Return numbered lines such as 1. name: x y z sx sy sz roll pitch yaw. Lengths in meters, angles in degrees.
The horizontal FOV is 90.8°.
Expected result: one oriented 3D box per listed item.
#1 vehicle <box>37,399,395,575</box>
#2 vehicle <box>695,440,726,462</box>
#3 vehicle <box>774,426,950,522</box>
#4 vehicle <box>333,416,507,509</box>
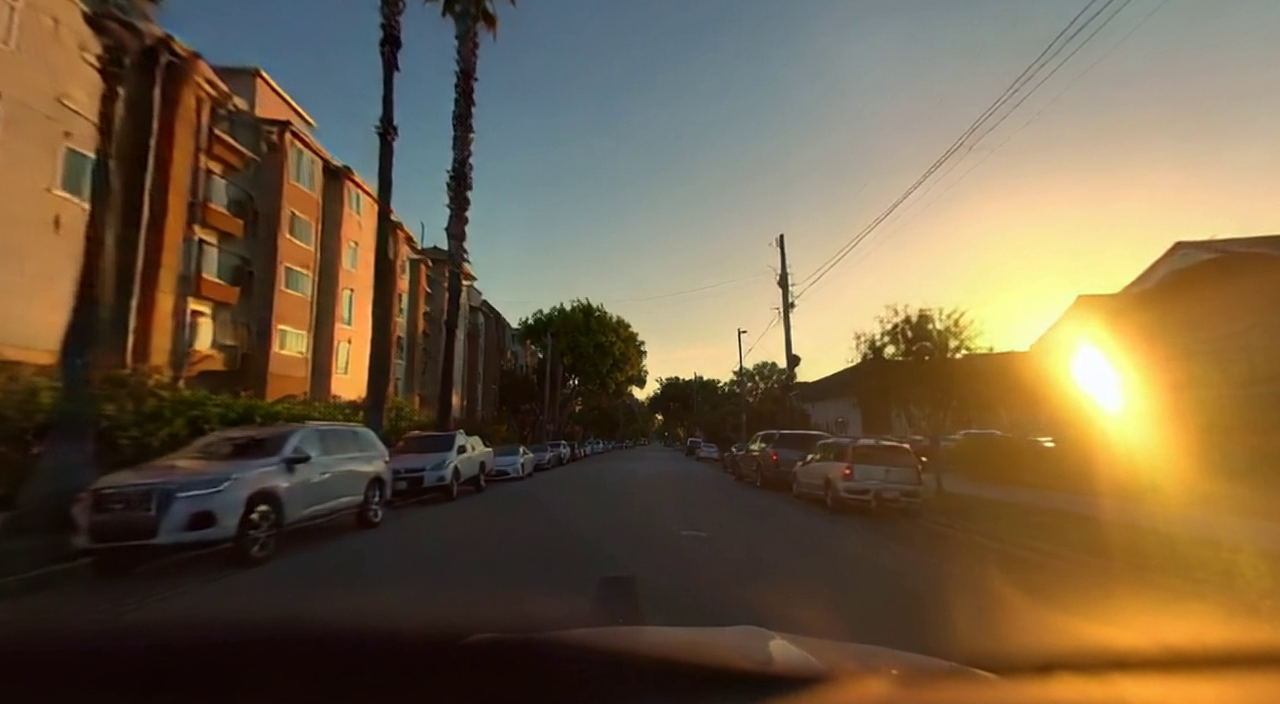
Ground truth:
1. vehicle: -5.502 1.776 9.215 2.087 1.896 4.554 0 -8 -1
2. vehicle: 5.226 7.408 47.367 1.991 1.525 5.203 0 -8 4
3. vehicle: 4.614 2.607 14.121 2.220 1.738 4.800 0 -8 1
4. vehicle: -5.385 2.835 16.734 2.227 1.967 6.220 0 -8 2
